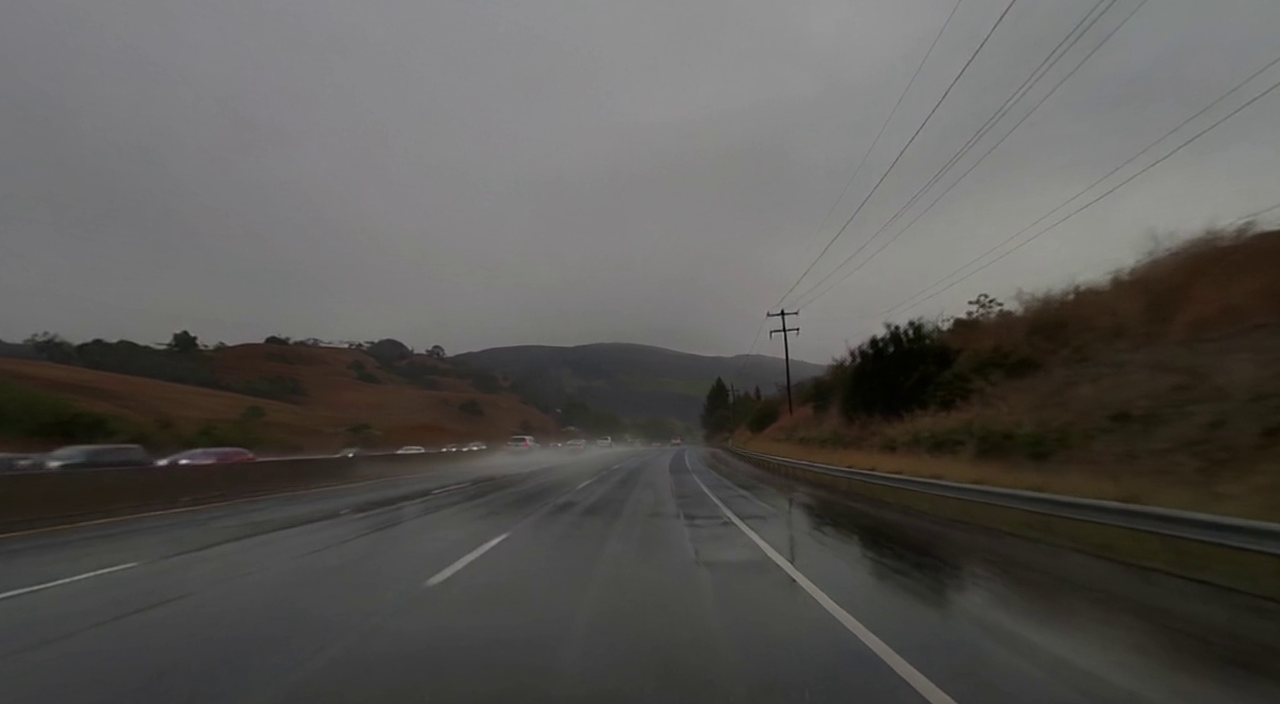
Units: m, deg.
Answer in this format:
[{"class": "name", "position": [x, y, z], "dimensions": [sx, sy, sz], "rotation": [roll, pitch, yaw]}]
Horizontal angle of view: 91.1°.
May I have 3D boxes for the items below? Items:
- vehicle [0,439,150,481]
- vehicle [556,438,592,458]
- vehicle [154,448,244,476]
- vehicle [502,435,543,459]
[{"class": "vehicle", "position": [-28.070, 5.347, 31.504], "dimensions": [2.245, 1.893, 5.358], "rotation": [-1, -9, 5]}, {"class": "vehicle", "position": [-5.179, 7.613, 49.816], "dimensions": [2.010, 1.489, 4.456], "rotation": [-1, -9, 5]}, {"class": "vehicle", "position": [-23.973, 5.950, 34.286], "dimensions": [1.870, 1.430, 3.896], "rotation": [-1, -8, 5]}, {"class": "vehicle", "position": [-8.970, 7.307, 48.275], "dimensions": [2.063, 1.743, 4.392], "rotation": [-1, -9, 4]}]
